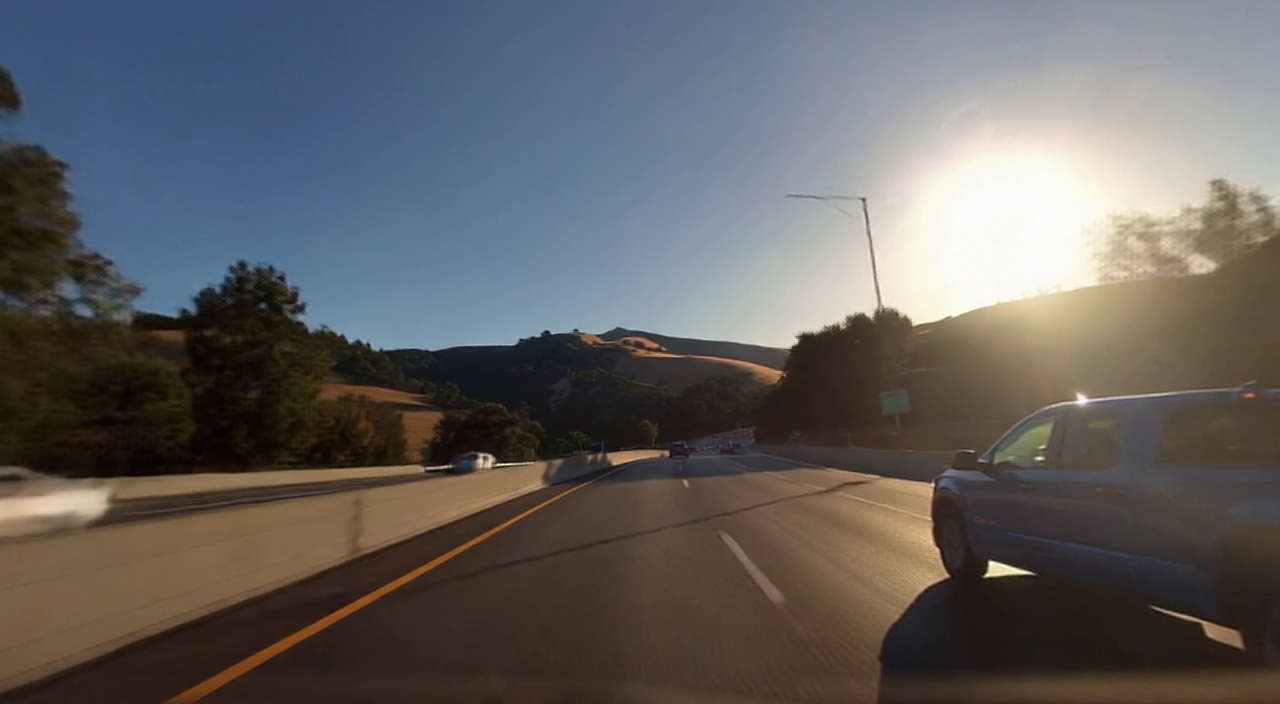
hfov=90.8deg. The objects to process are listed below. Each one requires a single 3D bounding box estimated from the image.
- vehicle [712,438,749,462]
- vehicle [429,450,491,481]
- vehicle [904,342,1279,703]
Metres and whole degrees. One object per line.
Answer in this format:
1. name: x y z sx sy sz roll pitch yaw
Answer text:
1. vehicle: 6.477 7.096 45.704 2.249 1.635 4.118 -1 -9 3
2. vehicle: -9.919 6.288 35.227 1.934 1.602 4.199 -1 -9 4
3. vehicle: 3.746 1.021 3.884 2.151 1.744 4.709 0 -9 0
